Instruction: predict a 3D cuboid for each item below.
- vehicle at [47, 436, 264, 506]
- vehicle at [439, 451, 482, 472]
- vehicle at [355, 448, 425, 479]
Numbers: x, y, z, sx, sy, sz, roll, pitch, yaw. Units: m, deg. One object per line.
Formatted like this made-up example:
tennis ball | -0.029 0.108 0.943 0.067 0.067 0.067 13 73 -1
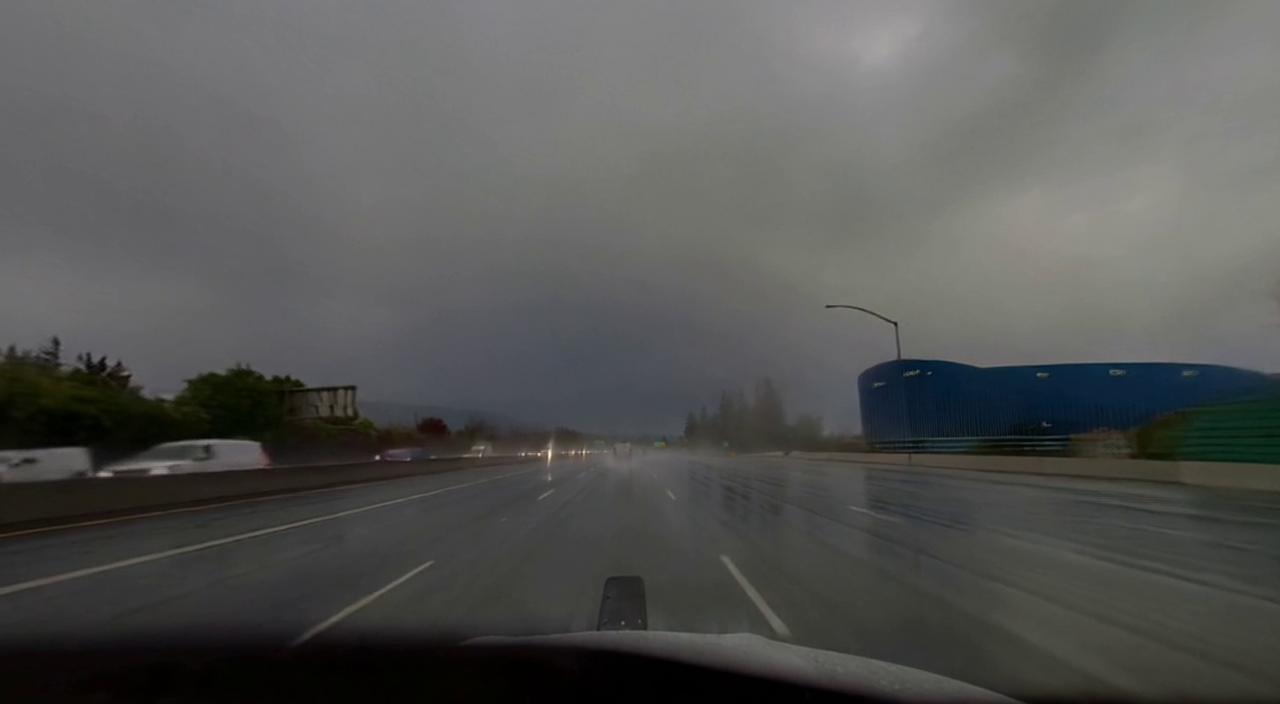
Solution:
vehicle | -12.255 3.042 16.492 1.947 1.533 4.756 0 -9 -1
vehicle | -13.362 8.151 47.120 1.868 1.426 4.366 0 -9 0
vehicle | -12.545 5.604 31.929 1.864 1.428 4.139 0 -9 -1
